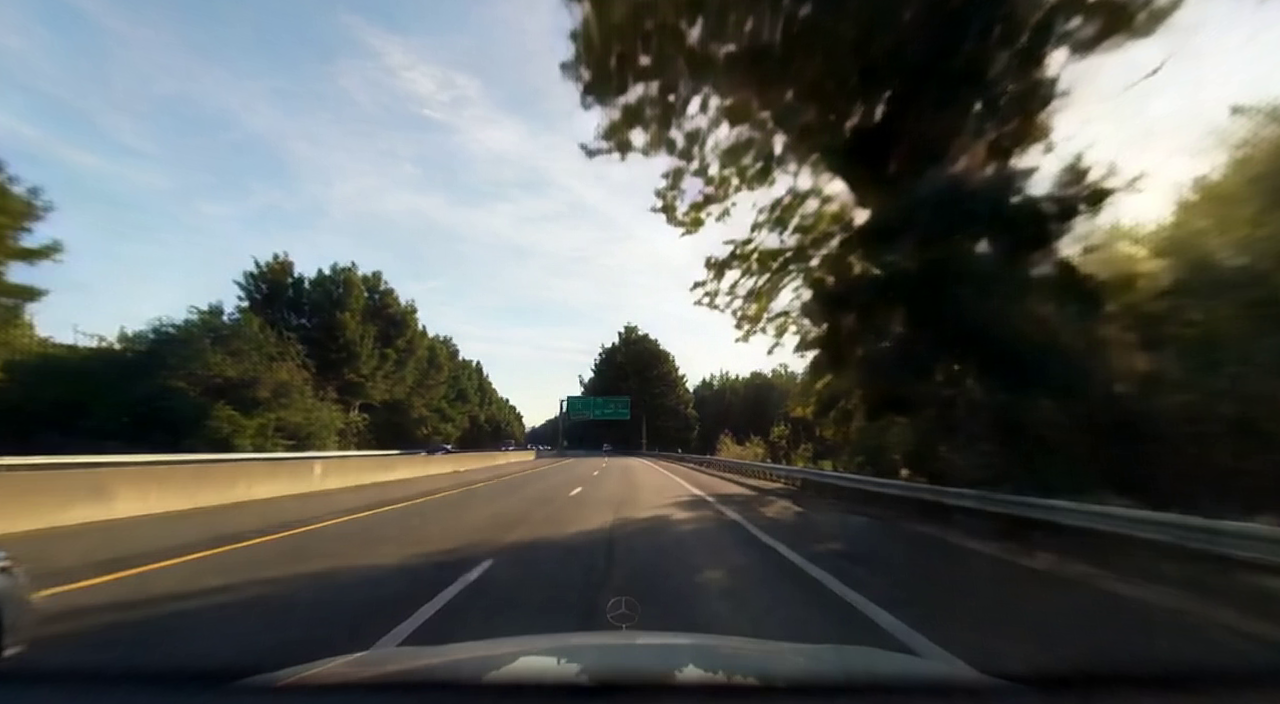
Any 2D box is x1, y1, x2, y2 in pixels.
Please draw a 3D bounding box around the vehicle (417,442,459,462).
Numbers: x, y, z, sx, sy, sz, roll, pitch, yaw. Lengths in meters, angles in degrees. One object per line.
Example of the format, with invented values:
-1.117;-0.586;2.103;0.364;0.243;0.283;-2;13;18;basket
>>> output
-15.827;7.858;49.548;1.903;1.485;4.494;0;-9;-2;vehicle
